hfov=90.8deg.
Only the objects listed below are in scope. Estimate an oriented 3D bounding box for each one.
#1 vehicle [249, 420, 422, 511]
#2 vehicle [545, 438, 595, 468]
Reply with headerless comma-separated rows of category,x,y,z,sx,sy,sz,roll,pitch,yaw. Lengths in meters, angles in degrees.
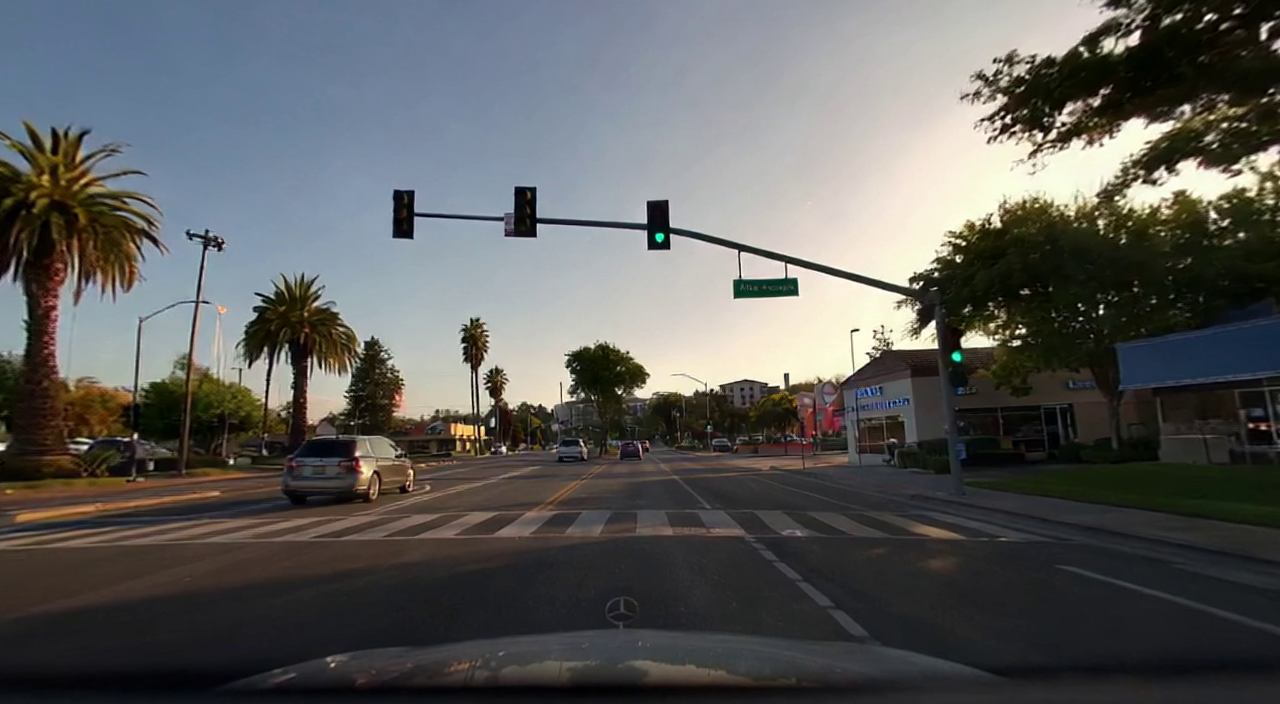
vehicle,-6.649,2.531,14.464,2.022,1.746,4.406,1,-9,-5
vehicle,-3.602,5.313,33.282,2.181,1.483,4.123,0,-9,-1
